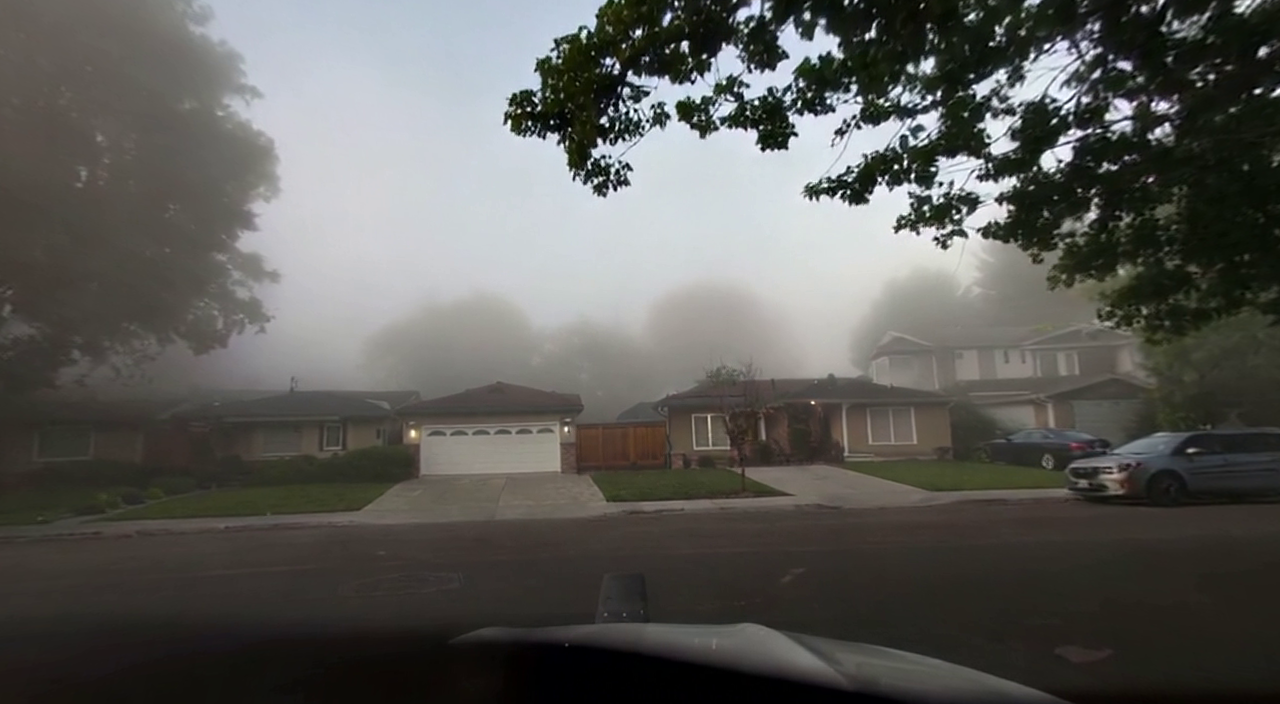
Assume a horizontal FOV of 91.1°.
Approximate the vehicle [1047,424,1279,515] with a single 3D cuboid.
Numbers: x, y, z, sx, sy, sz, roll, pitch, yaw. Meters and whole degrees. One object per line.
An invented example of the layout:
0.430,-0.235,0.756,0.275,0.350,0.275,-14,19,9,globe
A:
10.942,2.245,12.228,4.658,1.615,1.894,0,-9,-1,vehicle
